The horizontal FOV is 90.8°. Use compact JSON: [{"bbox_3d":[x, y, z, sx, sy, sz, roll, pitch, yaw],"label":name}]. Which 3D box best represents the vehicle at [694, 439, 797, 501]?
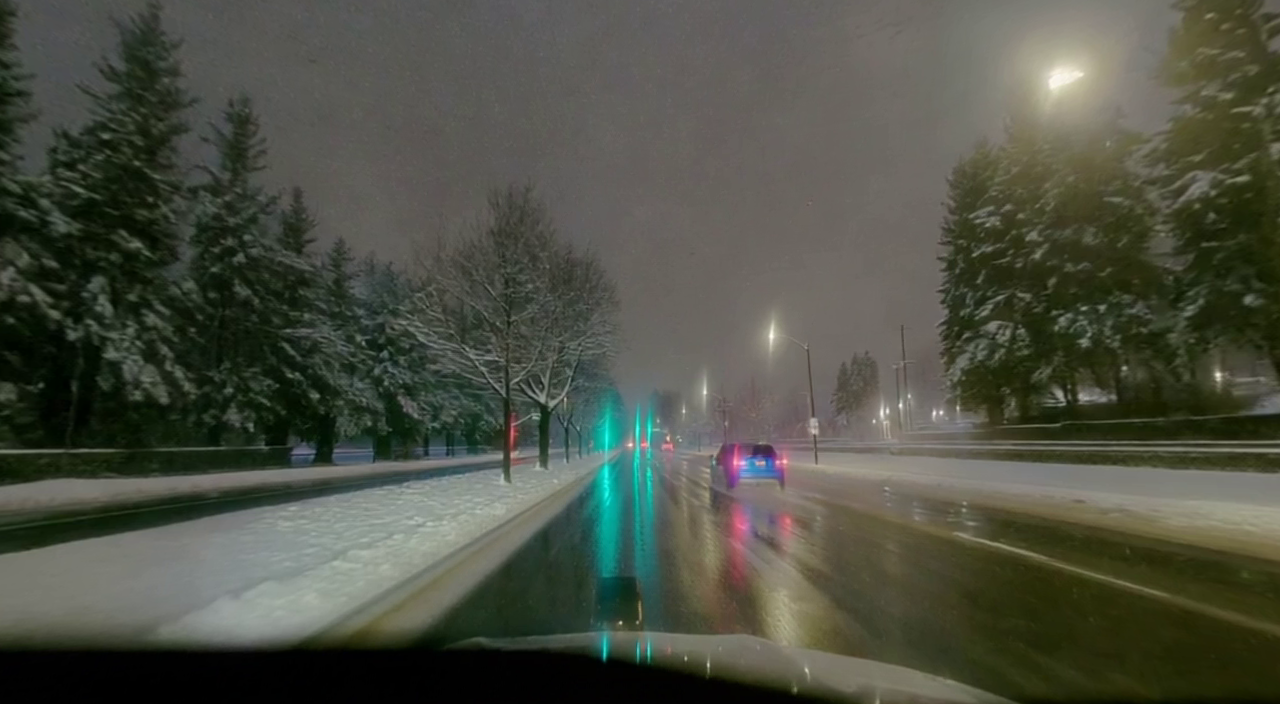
[{"bbox_3d":[2.766,3.204,17.610,2.056,1.483,4.091,0,-8,-2],"label":"vehicle"}]
